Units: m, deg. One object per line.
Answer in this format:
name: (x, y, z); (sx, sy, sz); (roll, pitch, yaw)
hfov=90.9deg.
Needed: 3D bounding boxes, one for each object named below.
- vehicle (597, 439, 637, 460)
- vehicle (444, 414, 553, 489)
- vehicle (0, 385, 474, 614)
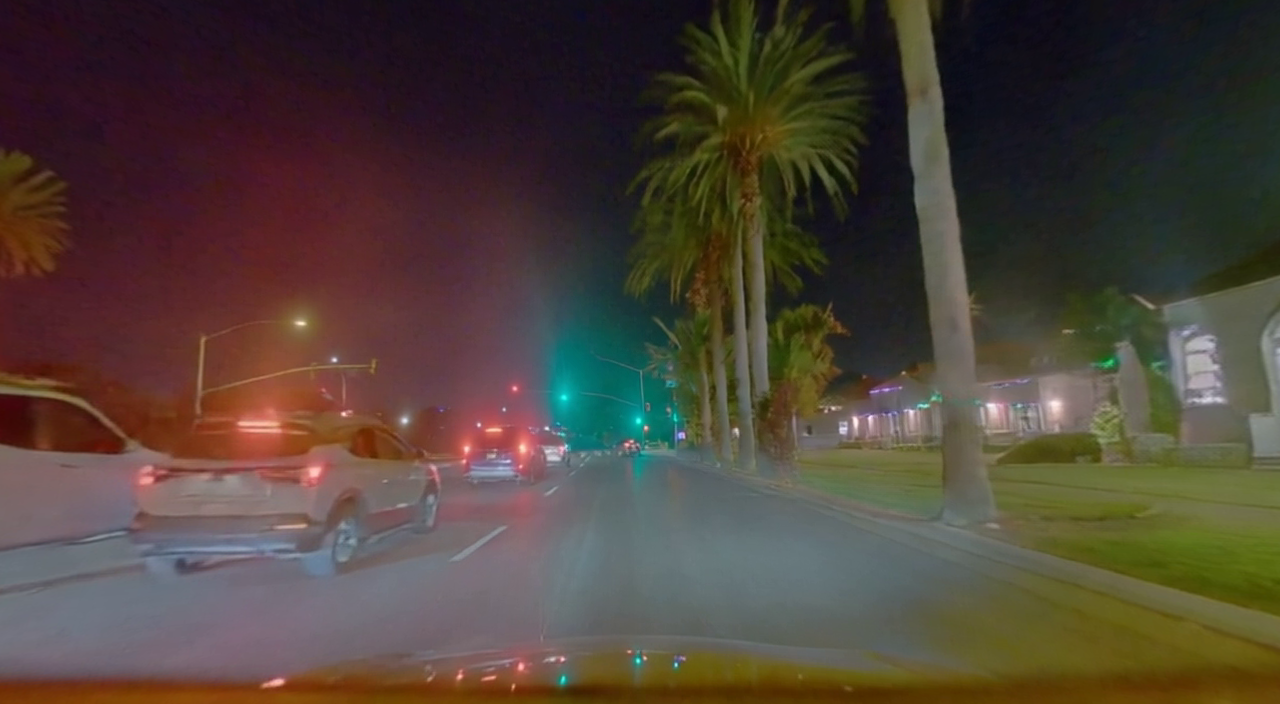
vehicle: (-1.475, 5.945, 38.569); (2.131, 1.222, 3.868); (0, -8, -7)
vehicle: (-3.971, 2.901, 18.687); (2.144, 1.877, 4.899); (-1, -8, -1)
vehicle: (-3.601, 1.380, 6.868); (2.181, 1.636, 4.504); (-1, -8, 2)
